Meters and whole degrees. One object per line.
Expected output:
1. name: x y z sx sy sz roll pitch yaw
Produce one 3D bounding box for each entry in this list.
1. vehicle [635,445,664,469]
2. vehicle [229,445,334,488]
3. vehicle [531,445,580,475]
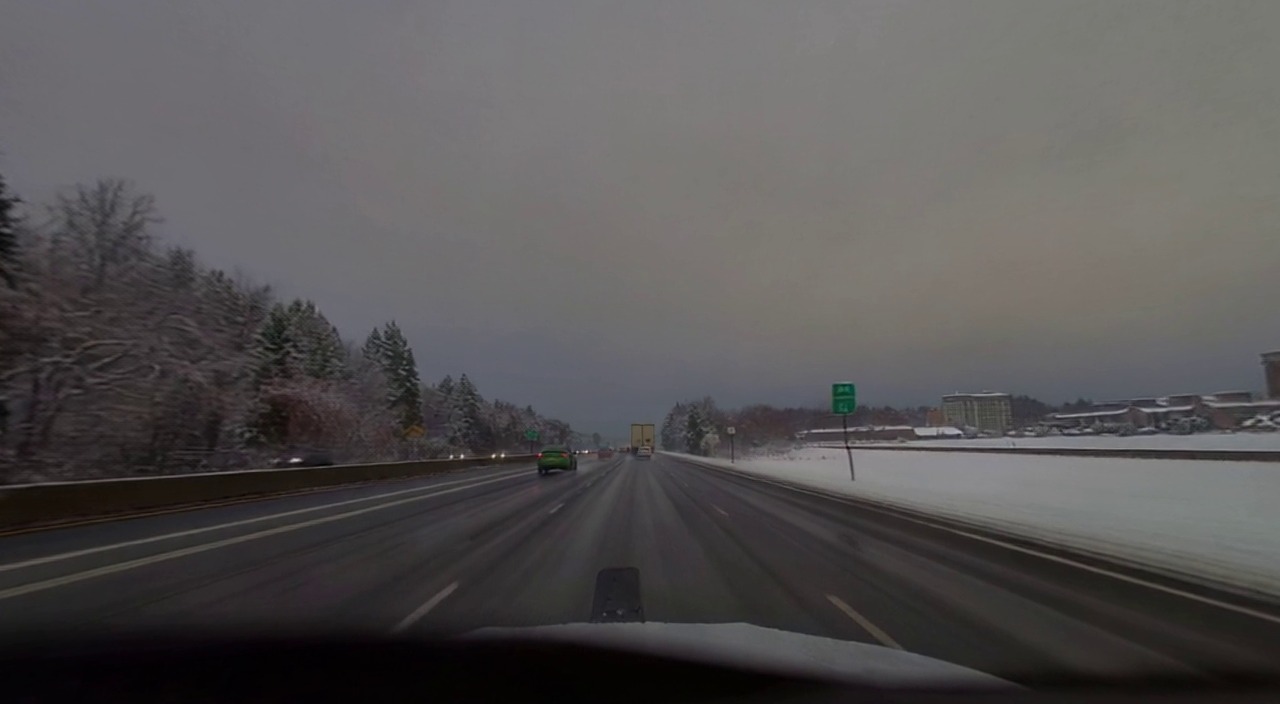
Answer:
1. vehicle: 0.632 7.465 45.042 1.992 1.593 3.937 0 -9 -1
2. vehicle: -16.824 5.369 29.993 2.042 1.832 5.018 0 -9 -1
3. vehicle: -4.539 5.887 34.576 2.172 1.548 3.953 0 -9 0
